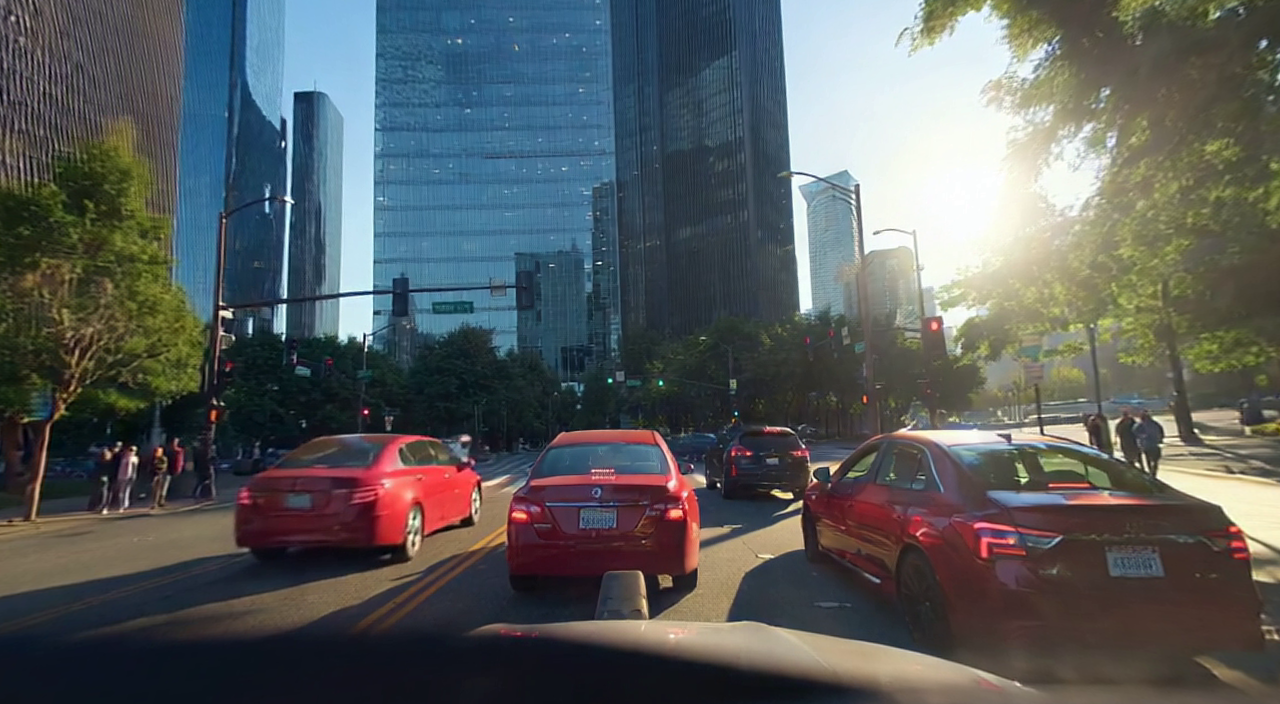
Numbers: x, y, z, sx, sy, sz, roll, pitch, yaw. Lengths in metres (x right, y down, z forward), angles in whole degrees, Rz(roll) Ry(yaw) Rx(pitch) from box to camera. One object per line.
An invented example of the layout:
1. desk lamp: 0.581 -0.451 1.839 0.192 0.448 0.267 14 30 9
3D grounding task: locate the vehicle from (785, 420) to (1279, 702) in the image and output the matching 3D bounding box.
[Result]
1. vehicle: 2.752 1.405 5.451 1.952 1.464 4.165 0 -8 -1

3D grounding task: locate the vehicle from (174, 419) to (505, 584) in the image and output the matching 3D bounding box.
1. vehicle: -3.264 1.703 8.011 2.068 1.513 4.221 0 -8 1

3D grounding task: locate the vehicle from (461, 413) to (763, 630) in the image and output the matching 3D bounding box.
1. vehicle: -0.265 1.469 6.441 2.072 1.476 4.078 0 -8 -2

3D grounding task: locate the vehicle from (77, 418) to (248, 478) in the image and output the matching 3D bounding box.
1. vehicle: -24.465 4.947 32.403 6.756 2.955 2.367 0 -8 1
